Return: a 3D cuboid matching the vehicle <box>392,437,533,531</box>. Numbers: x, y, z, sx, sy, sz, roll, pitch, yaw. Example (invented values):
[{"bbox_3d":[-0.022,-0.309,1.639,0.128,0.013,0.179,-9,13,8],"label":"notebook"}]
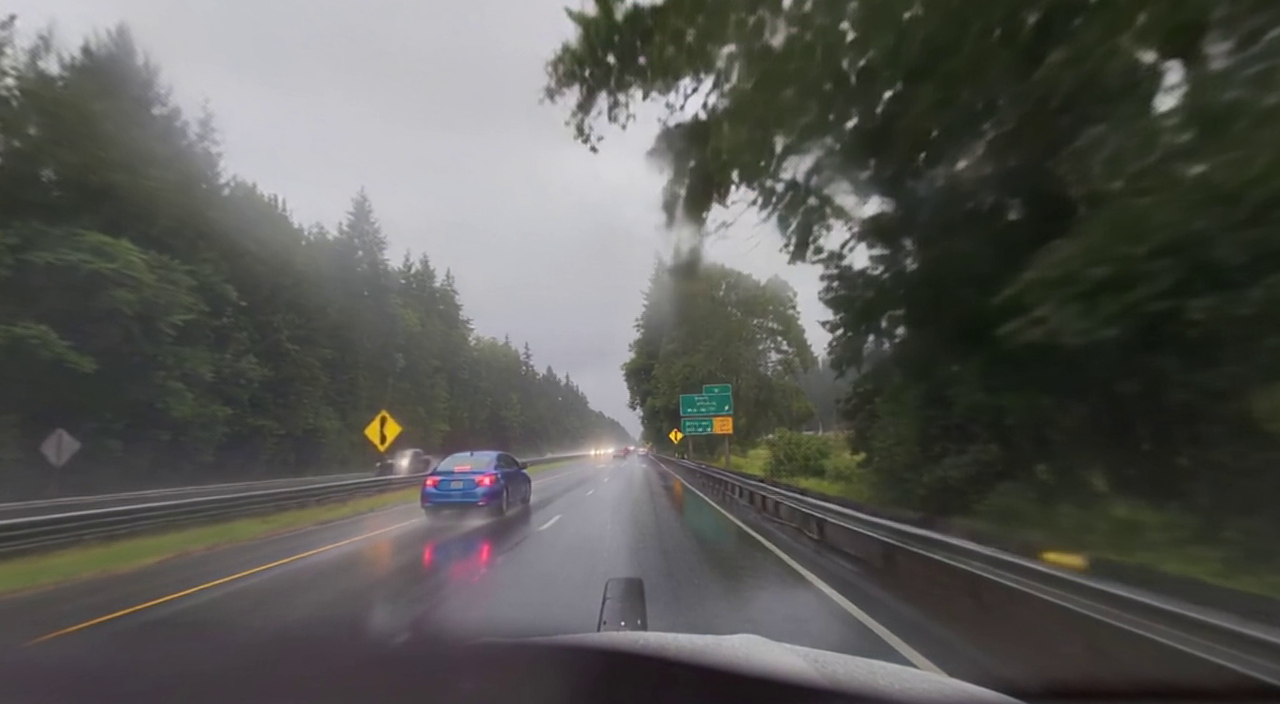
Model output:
[{"bbox_3d":[-3.266,2.493,12.358,1.675,1.537,3.574,0,-9,1],"label":"vehicle"}]
